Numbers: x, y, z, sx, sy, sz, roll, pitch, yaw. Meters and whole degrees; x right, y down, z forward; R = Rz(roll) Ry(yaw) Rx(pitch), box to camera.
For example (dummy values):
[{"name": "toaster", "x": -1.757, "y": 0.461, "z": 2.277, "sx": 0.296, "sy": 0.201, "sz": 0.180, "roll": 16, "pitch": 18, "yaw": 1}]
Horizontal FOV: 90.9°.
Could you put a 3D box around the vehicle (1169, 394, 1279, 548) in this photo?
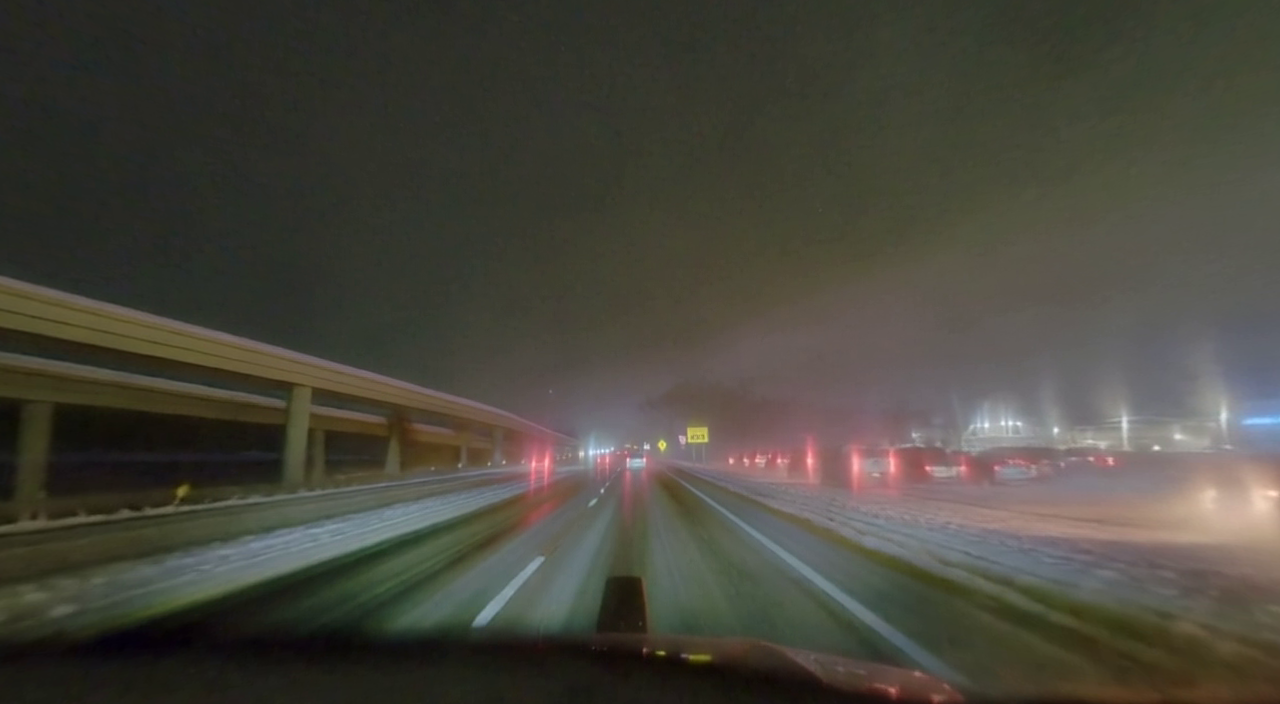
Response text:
[{"name": "vehicle", "x": 15.889, "y": 2.423, "z": 12.524, "sx": 2.635, "sy": 3.459, "sz": 9.104, "roll": 0, "pitch": -9, "yaw": -1}]

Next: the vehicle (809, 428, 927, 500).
[{"name": "vehicle", "x": 12.787, "y": 6.412, "z": 36.799, "sx": 2.941, "sy": 3.578, "sz": 10.624, "roll": 0, "pitch": -9, "yaw": 0}]

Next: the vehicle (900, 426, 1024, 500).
[{"name": "vehicle", "x": 18.374, "y": 6.375, "z": 36.875, "sx": 2.698, "sy": 3.744, "sz": 8.974, "roll": 0, "pitch": -9, "yaw": 2}]
